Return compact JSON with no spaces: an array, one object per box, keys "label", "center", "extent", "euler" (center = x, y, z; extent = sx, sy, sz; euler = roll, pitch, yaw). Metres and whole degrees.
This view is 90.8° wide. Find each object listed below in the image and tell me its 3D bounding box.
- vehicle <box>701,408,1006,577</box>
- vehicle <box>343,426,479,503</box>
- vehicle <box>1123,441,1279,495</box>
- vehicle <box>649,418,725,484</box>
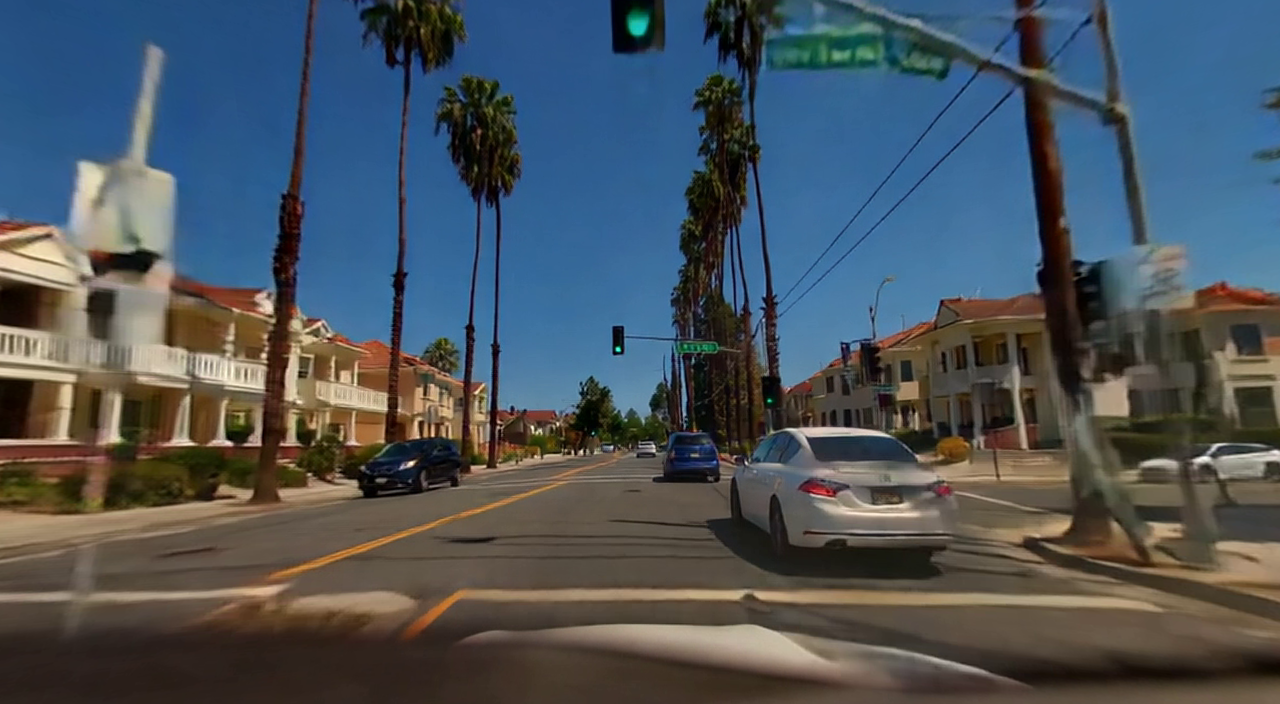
[{"label":"vehicle","center":[2.236,1.646,8.230],"extent":[2.096,1.552,4.519],"euler":[1,-8,-5]},{"label":"vehicle","center":[-6.532,3.179,18.617],"extent":[2.069,1.820,4.388],"euler":[-3,-6,5]},{"label":"vehicle","center":[18.267,3.587,19.818],"extent":[4.421,1.502,2.161],"euler":[-1,-8,-1]},{"label":"vehicle","center":[1.453,3.323,21.400],"extent":[2.109,2.002,4.424],"euler":[0,-8,-2]}]
